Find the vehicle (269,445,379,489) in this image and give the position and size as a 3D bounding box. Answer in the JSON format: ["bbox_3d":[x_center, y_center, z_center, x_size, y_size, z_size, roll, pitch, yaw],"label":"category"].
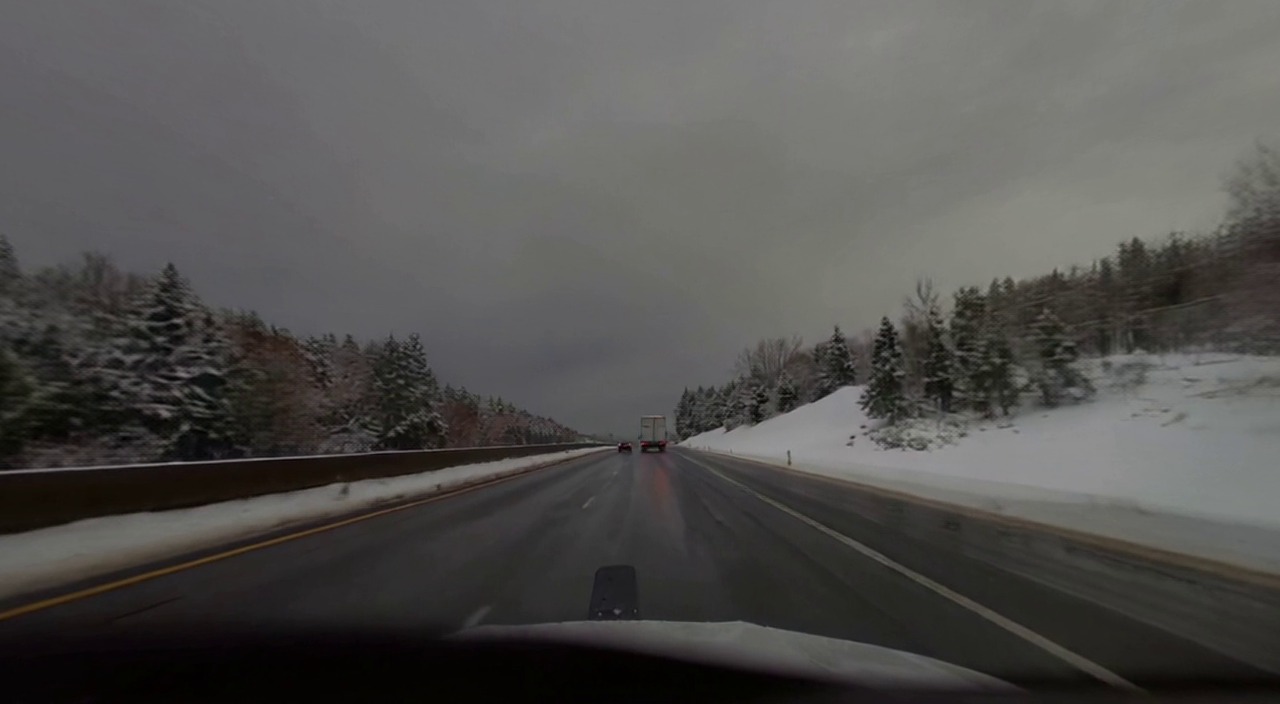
[{"bbox_3d":[-12.504,4.542,25.346,1.968,1.550,4.665,0,-8,1],"label":"vehicle"}]
